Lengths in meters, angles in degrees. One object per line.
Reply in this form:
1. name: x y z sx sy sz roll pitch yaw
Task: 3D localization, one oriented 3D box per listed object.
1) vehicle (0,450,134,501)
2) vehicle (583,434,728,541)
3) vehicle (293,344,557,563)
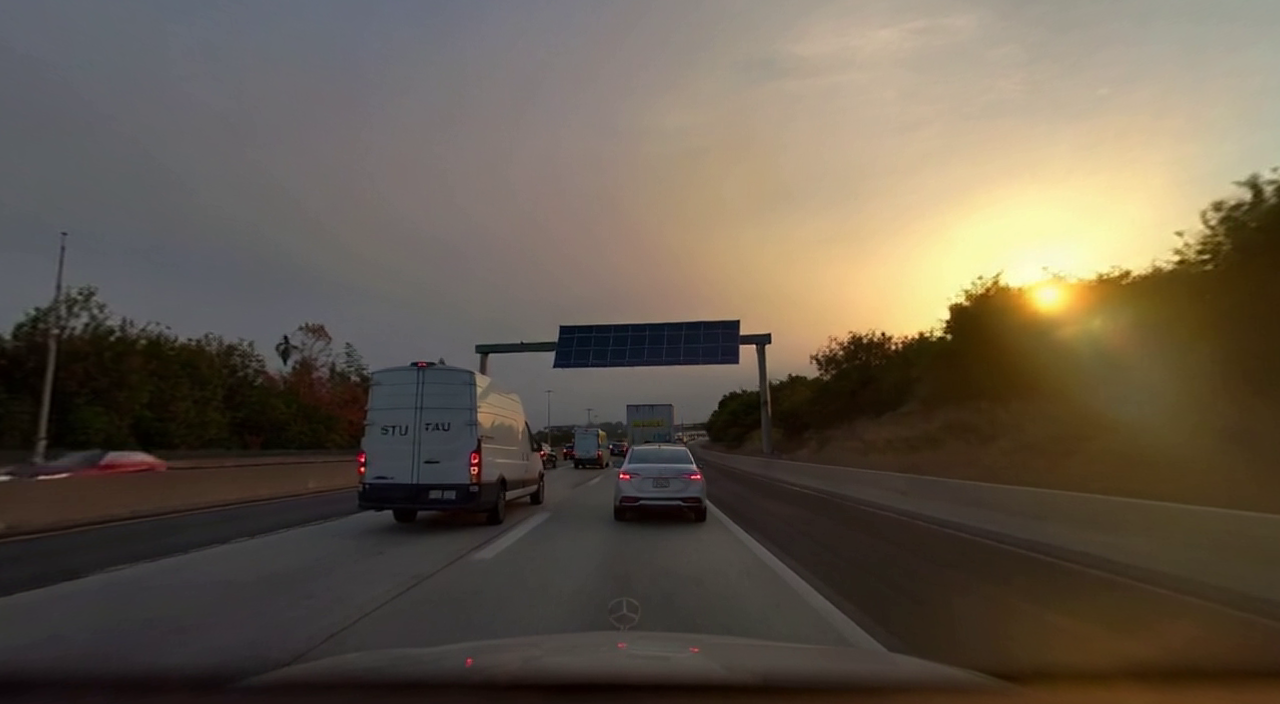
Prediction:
1. vehicle: -19.567 4.020 20.952 1.841 1.476 4.383 0 -9 1
2. vehicle: 0.208 2.222 10.858 2.063 1.507 3.488 0 -9 0
3. vehicle: -3.143 1.782 11.391 2.289 2.757 6.726 0 -9 1
